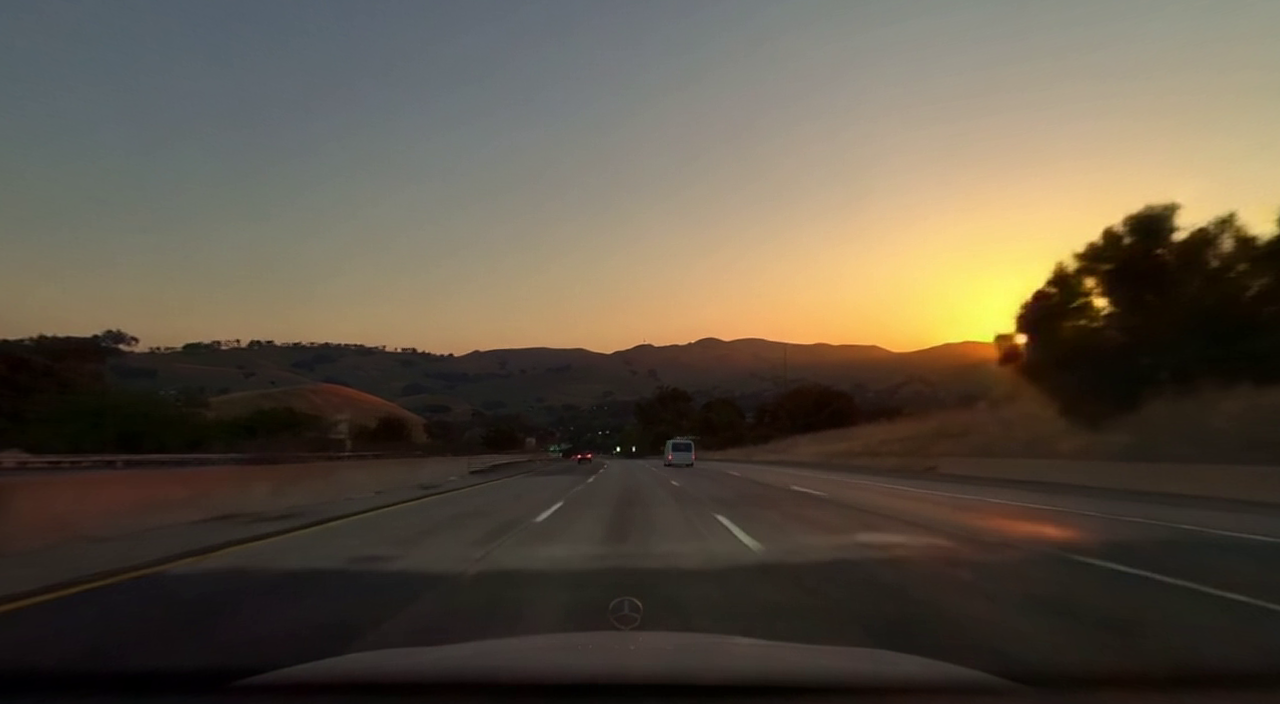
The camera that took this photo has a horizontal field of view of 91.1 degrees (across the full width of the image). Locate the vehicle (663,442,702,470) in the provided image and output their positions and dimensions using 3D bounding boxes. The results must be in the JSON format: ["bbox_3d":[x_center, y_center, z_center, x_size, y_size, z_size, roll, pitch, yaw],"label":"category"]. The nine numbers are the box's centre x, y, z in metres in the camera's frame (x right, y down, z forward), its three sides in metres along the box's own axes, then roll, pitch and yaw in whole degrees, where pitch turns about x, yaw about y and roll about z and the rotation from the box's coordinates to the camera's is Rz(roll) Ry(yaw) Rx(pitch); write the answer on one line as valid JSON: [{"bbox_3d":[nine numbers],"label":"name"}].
[{"bbox_3d":[2.947,7.341,44.450,2.233,1.861,4.494,1,-9,-3],"label":"vehicle"}]
